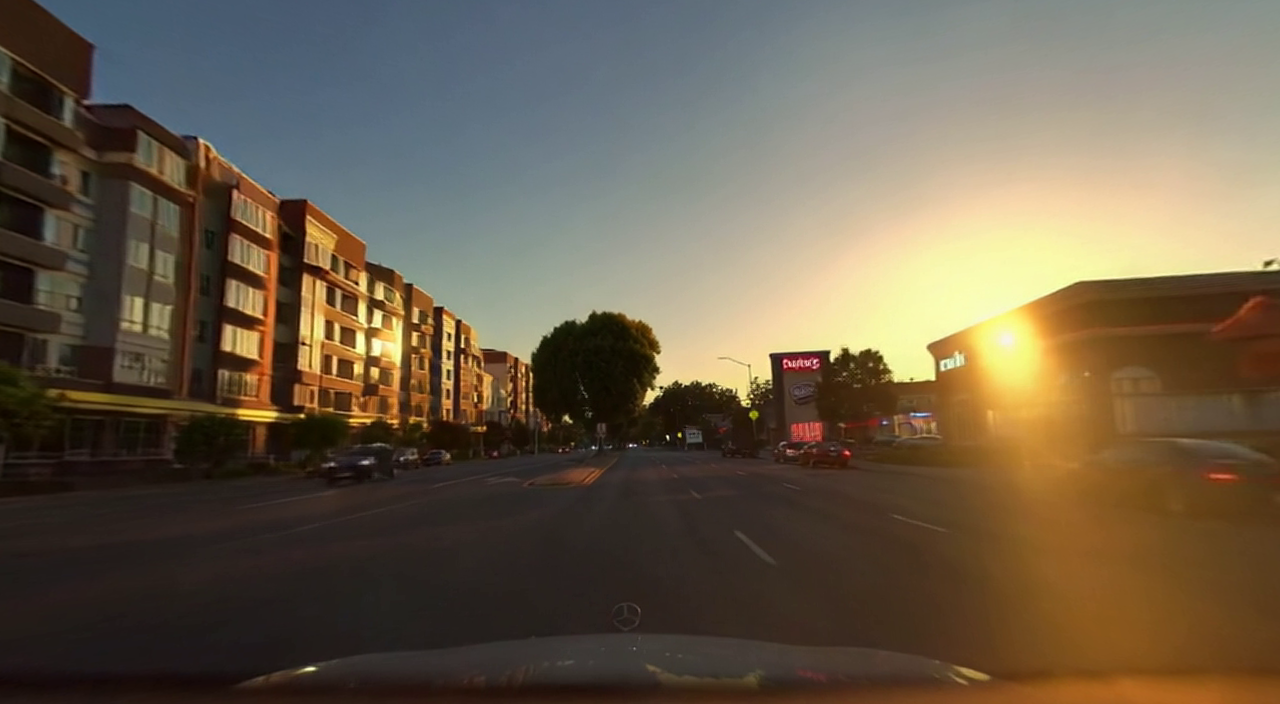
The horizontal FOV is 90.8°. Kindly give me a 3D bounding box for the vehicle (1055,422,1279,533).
[{"bbox_3d":[10.579,2.273,12.089,2.078,1.688,4.557,1,-8,-2],"label":"vehicle"}]

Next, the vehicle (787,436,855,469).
[{"bbox_3d":[10.039,5.621,35.541,2.183,1.698,5.010,1,-8,-2],"label":"vehicle"}]

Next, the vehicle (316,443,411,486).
[{"bbox_3d":[-12.340,5.015,28.604,2.262,1.732,4.501,0,-8,0],"label":"vehicle"}]
